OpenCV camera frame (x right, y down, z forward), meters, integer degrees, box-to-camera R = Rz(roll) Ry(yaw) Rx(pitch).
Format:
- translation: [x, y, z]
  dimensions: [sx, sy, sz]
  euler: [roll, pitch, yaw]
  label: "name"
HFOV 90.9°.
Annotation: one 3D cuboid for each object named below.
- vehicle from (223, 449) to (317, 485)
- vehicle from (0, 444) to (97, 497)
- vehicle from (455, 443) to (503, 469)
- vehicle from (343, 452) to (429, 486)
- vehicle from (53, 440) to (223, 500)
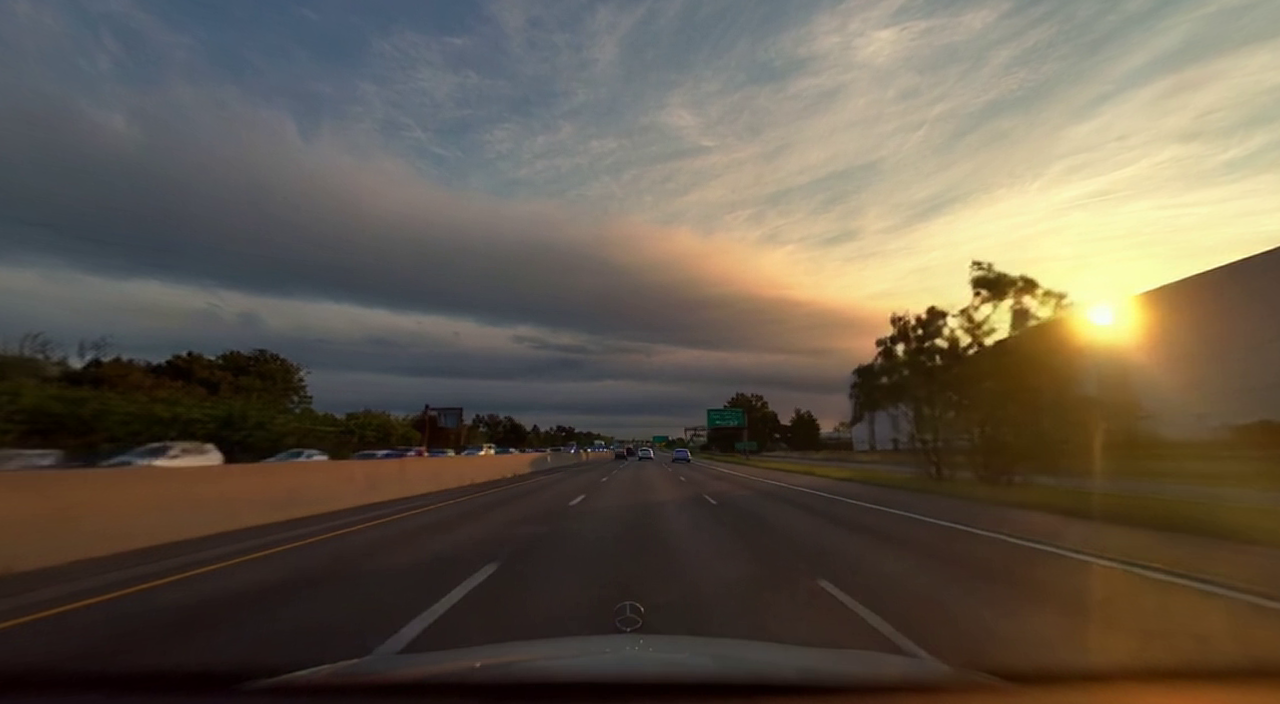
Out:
- translation: [-16.154, 5.031, 27.748]
  dimensions: [1.835, 1.455, 3.673]
  euler: [-1, -9, 1]
  label: "vehicle"
- translation: [-20.106, 3.742, 20.090]
  dimensions: [1.882, 1.583, 4.054]
  euler: [0, -9, 0]
  label: "vehicle"
- translation: [-11.415, 7.413, 45.112]
  dimensions: [2.060, 1.730, 5.120]
  euler: [0, -9, 0]
  label: "vehicle"
- translation: [-11.690, 5.379, 29.410]
  dimensions: [2.007, 1.427, 4.564]
  euler: [-1, -9, 2]
  label: "vehicle"
- translation: [-16.061, 3.777, 20.550]
  dimensions: [1.883, 1.691, 4.383]
  euler: [0, -9, 0]
  label: "vehicle"
